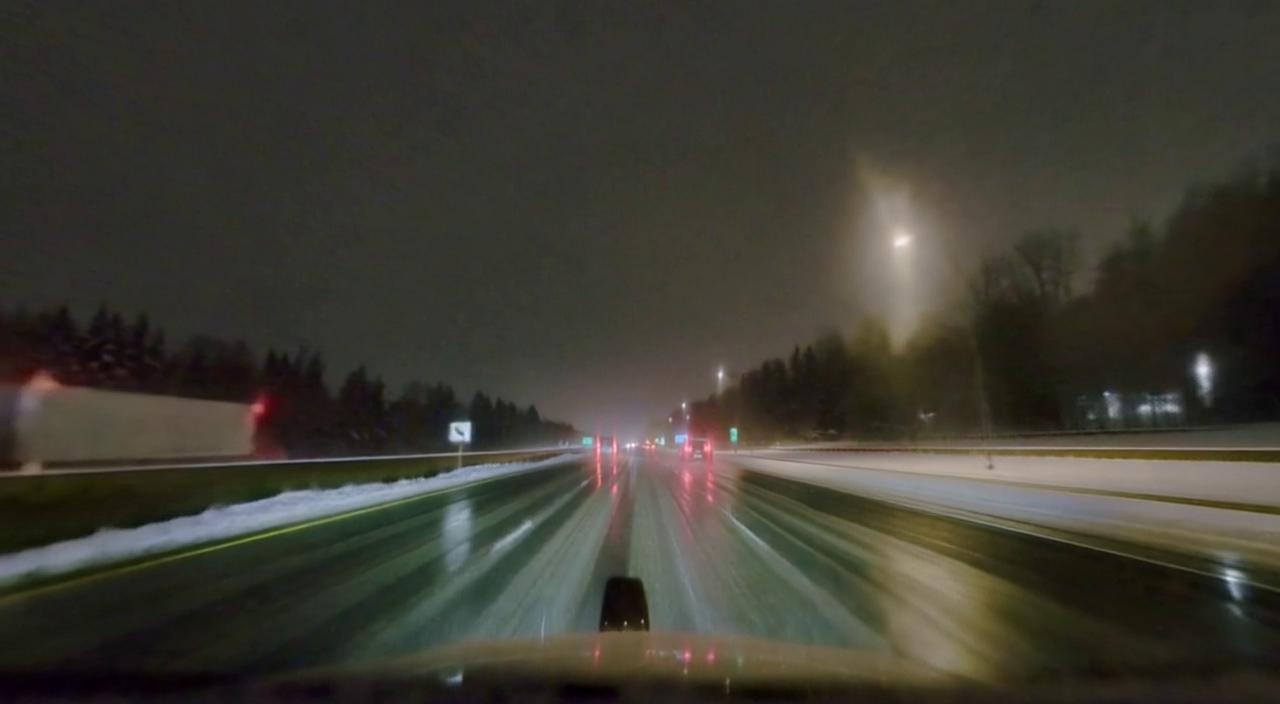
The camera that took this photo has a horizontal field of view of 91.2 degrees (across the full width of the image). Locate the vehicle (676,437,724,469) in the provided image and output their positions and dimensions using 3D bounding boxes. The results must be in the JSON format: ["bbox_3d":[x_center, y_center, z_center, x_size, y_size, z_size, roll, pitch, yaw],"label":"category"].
[{"bbox_3d":[3.262,5.603,34.947,2.202,1.682,4.188,0,-8,0],"label":"vehicle"}]

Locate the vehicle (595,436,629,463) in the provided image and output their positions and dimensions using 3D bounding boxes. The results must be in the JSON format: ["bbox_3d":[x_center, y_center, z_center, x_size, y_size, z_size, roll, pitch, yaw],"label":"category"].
[{"bbox_3d":[-2.138,7.628,49.194,2.291,2.052,4.887,0,-9,1],"label":"vehicle"}]

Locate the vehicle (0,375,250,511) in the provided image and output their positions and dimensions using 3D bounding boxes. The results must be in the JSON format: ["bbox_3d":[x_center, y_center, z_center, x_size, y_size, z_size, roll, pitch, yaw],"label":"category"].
[{"bbox_3d":[-21.114,3.561,24.338,3.003,4.108,14.055,0,-8,0],"label":"vehicle"}]
